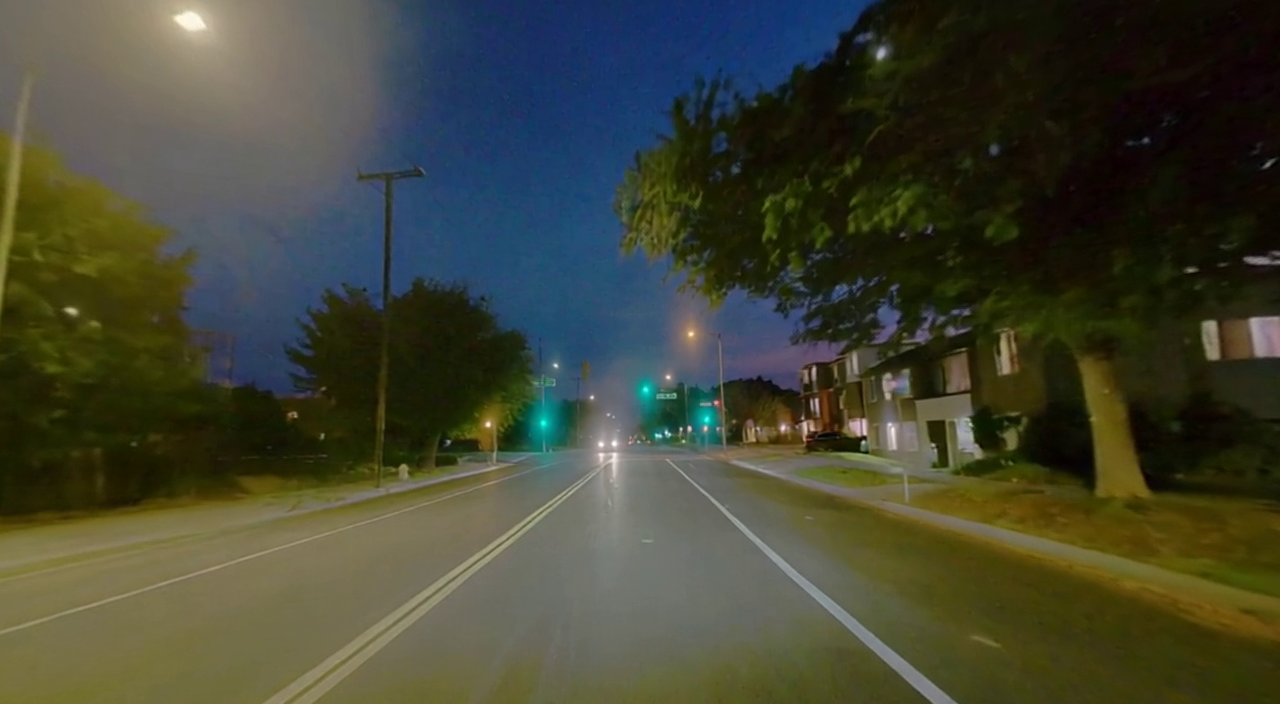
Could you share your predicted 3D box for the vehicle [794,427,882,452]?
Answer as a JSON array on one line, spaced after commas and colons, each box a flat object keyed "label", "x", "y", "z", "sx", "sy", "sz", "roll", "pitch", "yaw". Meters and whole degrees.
[{"label": "vehicle", "x": 12.686, "y": 5.644, "z": 40.667, "sx": 4.908, "sy": 1.521, "sz": 2.108, "roll": 0, "pitch": -8, "yaw": -4}]

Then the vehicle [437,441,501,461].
[{"label": "vehicle", "x": -12.551, "y": 7.282, "z": 46.575, "sx": 4.135, "sy": 1.424, "sz": 1.945, "roll": -1, "pitch": -9, "yaw": 4}]
